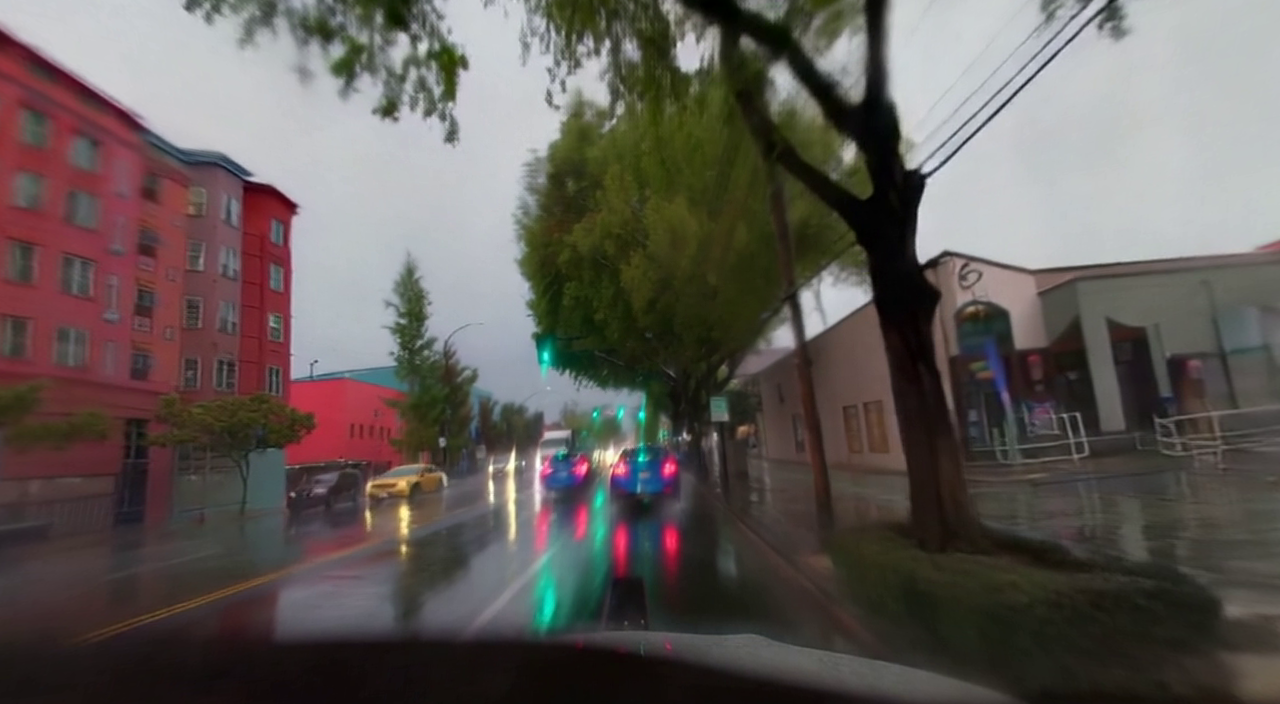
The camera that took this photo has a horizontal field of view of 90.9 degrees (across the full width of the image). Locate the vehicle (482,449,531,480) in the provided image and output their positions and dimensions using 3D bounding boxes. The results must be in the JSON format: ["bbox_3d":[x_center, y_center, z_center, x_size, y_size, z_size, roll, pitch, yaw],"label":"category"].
[{"bbox_3d":[-8.580,7.275,40.963,2.067,1.820,4.509,-1,-8,2],"label":"vehicle"}]

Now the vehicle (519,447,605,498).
[{"bbox_3d":[-2.372,3.808,20.444,2.099,1.424,4.843,0,-8,1],"label":"vehicle"}]

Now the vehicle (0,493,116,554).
[{"bbox_3d":[-17.913,4.788,17.646,4.500,1.429,1.911,2,-9,-12],"label":"vehicle"}]

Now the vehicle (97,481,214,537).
[{"bbox_3d":[-17.372,5.512,22.527,4.584,1.504,2.124,-7,-10,38],"label":"vehicle"}]

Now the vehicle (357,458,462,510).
[{"bbox_3d":[-8.488,4.882,23.705,2.118,1.473,4.642,-5,-9,1],"label":"vehicle"}]

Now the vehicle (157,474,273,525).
[{"bbox_3d":[-17.023,5.894,25.258,4.266,1.486,1.907,-13,-15,25],"label":"vehicle"}]

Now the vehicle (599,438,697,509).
[{"bbox_3d":[0.191,2.898,15.515,2.094,1.478,3.922,0,-8,1],"label":"vehicle"}]
